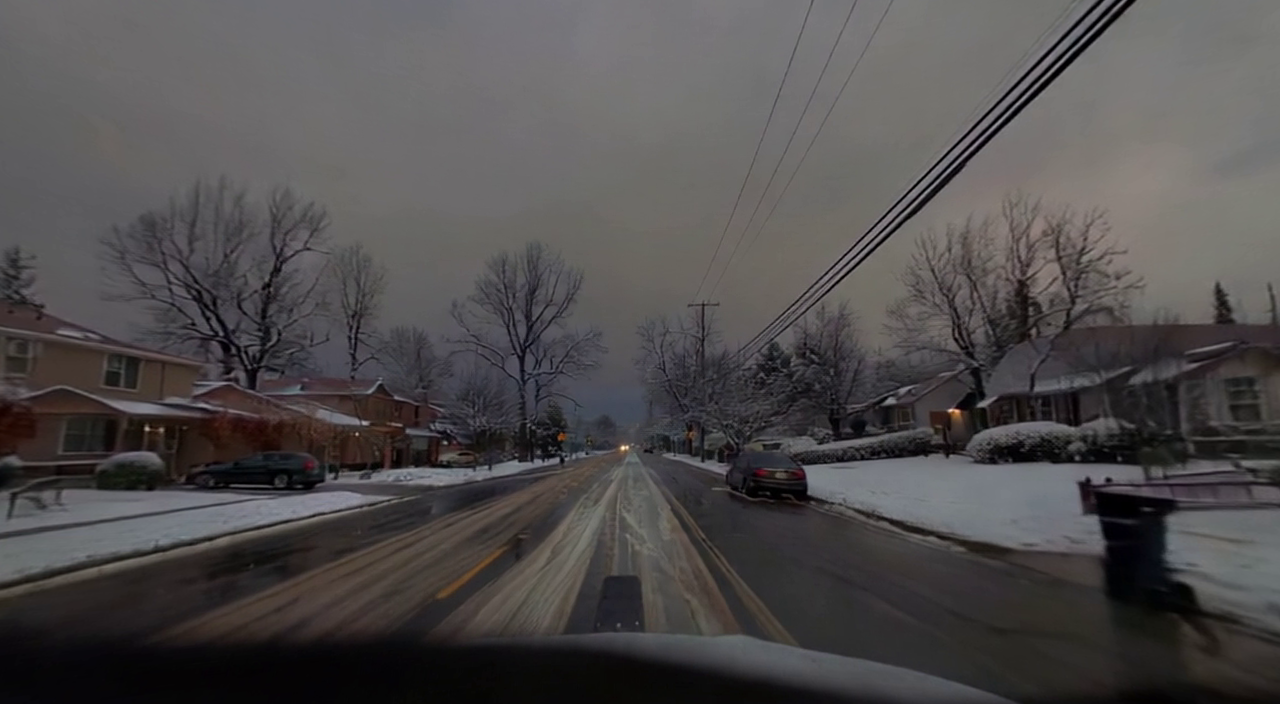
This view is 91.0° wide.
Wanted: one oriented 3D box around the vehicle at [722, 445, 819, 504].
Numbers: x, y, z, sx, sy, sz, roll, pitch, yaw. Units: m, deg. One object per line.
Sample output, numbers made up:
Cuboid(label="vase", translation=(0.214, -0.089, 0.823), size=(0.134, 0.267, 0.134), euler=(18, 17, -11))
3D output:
Cuboid(label="vehicle", translation=(3.794, 3.639, 19.260), size=(1.897, 1.521, 4.835), euler=(0, -9, -1))

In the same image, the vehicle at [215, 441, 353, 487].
Cuboid(label="vehicle", translation=(-15.668, 4.950, 27.927), size=(4.882, 1.777, 2.025), euler=(-2, -9, -2))
